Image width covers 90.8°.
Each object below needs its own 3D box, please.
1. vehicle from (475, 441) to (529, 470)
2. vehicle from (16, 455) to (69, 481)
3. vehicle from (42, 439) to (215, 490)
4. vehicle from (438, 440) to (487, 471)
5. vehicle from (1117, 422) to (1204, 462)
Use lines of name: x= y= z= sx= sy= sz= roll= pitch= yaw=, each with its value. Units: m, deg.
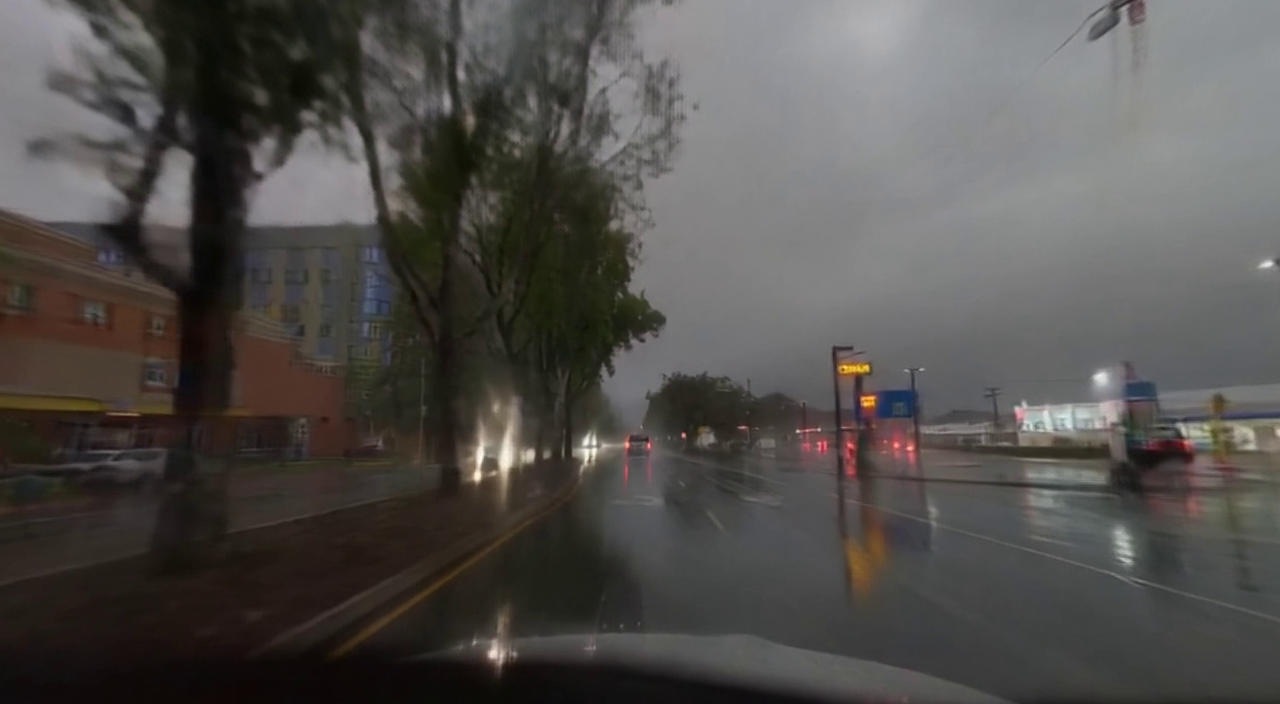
vehicle: x=-7.517 y=5.656 z=34.765 sx=1.999 sy=1.478 sz=4.441 roll=0 pitch=-8 yaw=0
vehicle: x=-37.364 y=7.193 z=39.477 sx=3.953 sy=1.457 sz=1.920 roll=-8 pitch=-11 yaw=41
vehicle: x=-22.976 y=5.051 z=28.812 sx=5.745 sy=1.920 sz=2.281 roll=3 pitch=-9 yaw=-29
vehicle: x=-10.621 y=6.216 z=38.059 sx=1.857 sy=1.744 sz=3.886 roll=0 pitch=-8 yaw=-1
vehicle: x=31.256 y=5.450 z=38.189 sx=2.541 sy=2.248 sz=5.629 roll=-4 pitch=-9 yaw=24
